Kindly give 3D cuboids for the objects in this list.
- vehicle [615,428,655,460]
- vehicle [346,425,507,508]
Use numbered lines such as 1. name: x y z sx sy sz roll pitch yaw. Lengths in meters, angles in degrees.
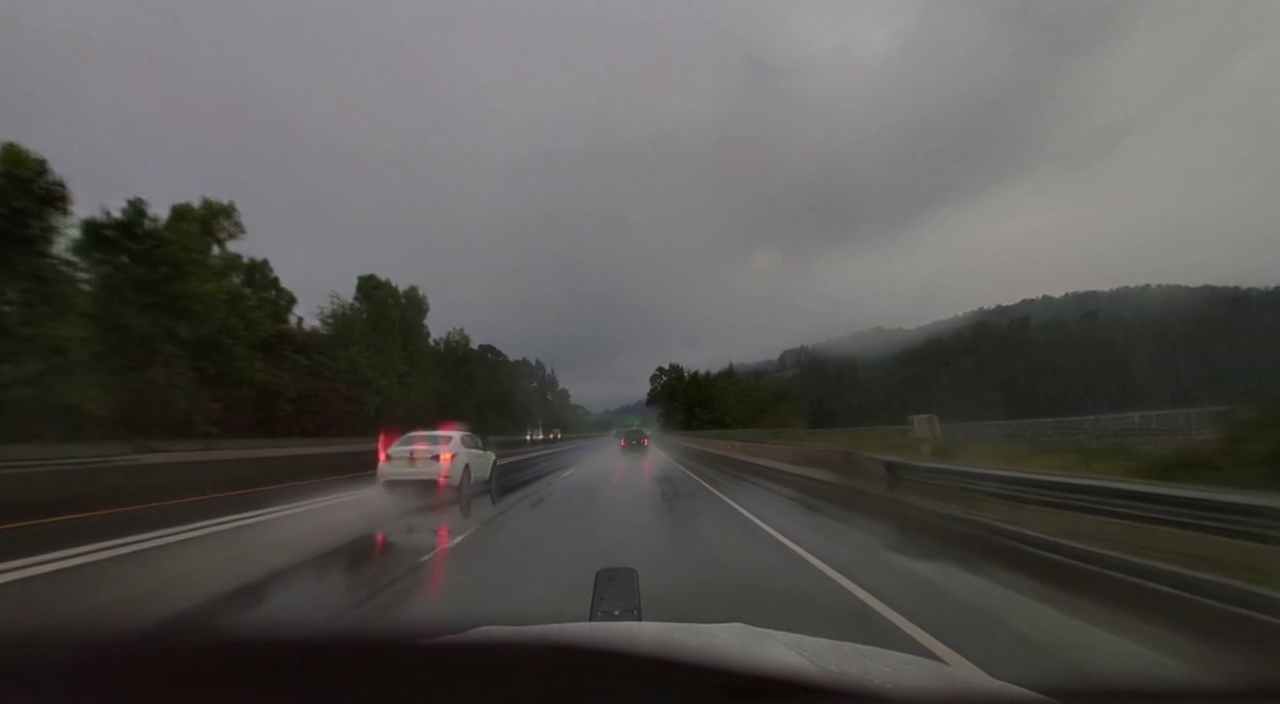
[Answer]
1. vehicle: -0.279 5.164 35.444 2.134 1.654 4.174 0 -8 -1
2. vehicle: -4.314 2.359 13.513 2.030 1.491 4.046 0 -8 0
